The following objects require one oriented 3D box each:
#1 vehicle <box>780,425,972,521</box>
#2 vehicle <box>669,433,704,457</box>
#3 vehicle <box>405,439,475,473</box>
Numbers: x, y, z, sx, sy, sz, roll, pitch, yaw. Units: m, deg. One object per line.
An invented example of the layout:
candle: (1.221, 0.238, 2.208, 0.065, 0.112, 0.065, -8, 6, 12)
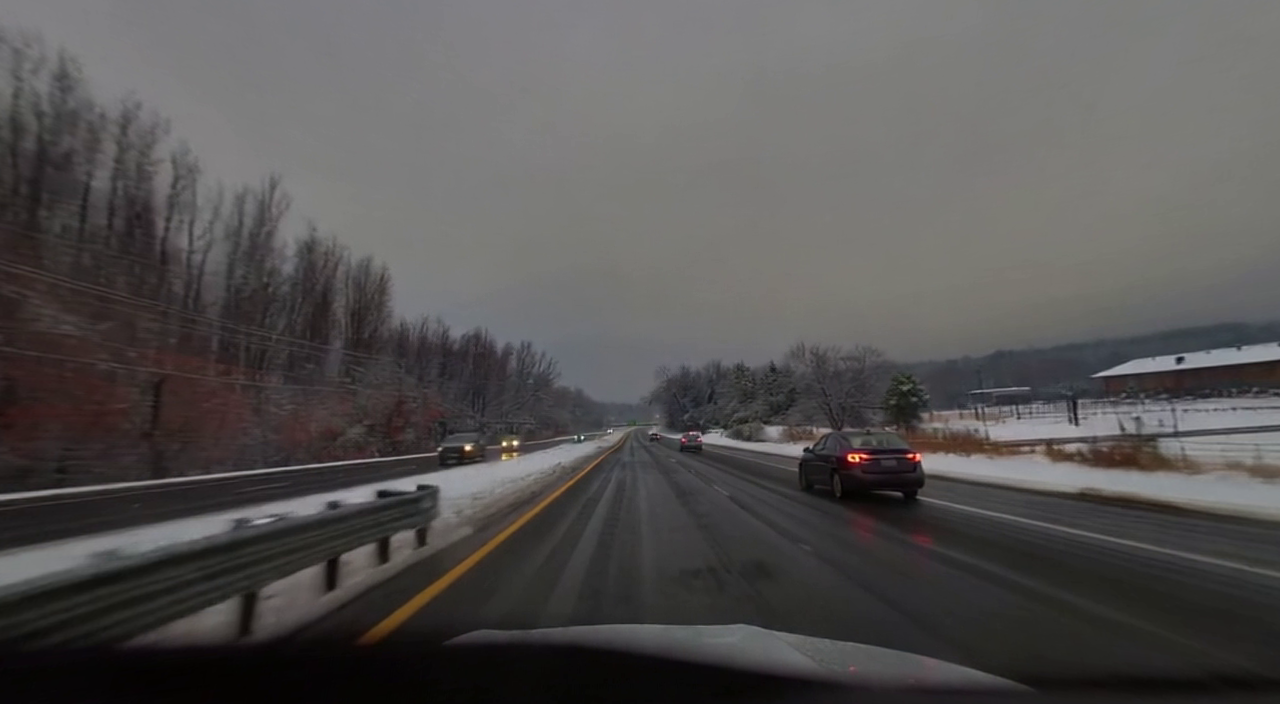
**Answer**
vehicle: (4.277, 2.247, 12.253, 2.024, 1.516, 4.197, 0, -8, -1)
vehicle: (3.189, 6.496, 43.912, 2.057, 1.540, 4.158, 0, -8, -1)
vehicle: (-9.343, 4.879, 29.776, 1.886, 1.485, 4.481, 0, -8, -1)
